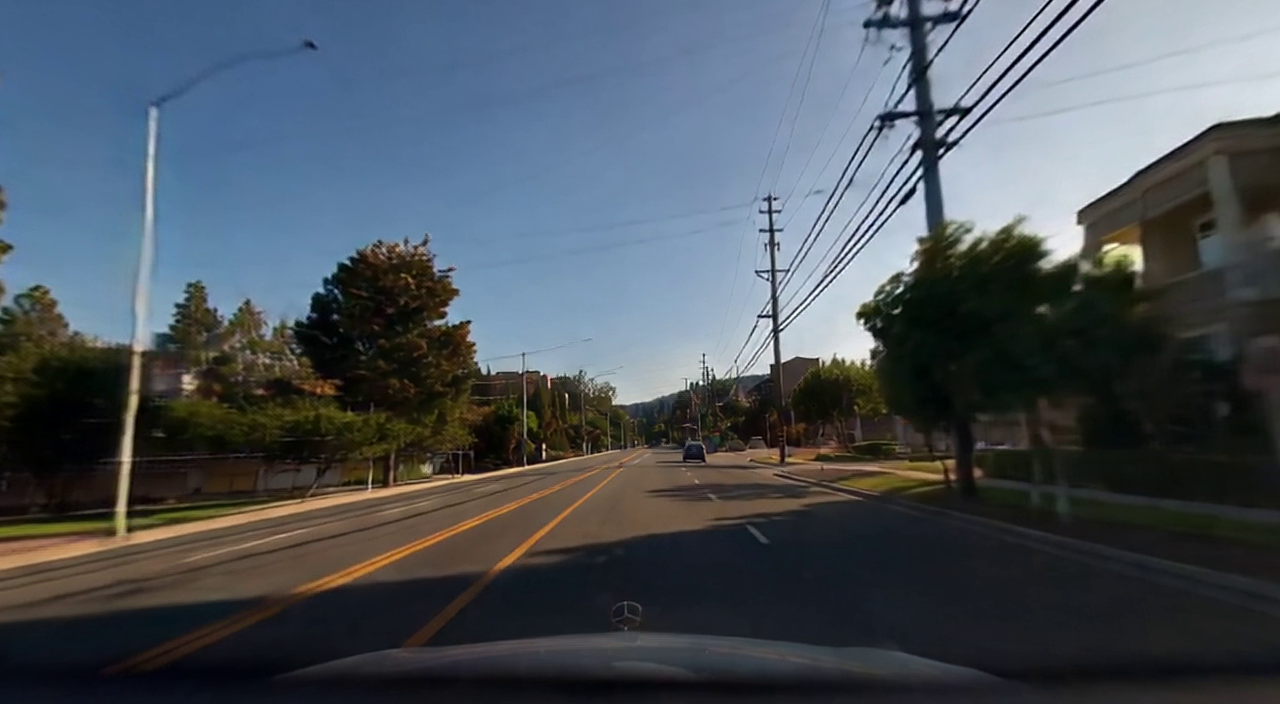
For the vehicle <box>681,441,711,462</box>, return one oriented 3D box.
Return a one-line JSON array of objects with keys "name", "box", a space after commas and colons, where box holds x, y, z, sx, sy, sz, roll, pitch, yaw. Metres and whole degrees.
[{"name": "vehicle", "box": [4.085, 7.392, 46.928, 2.015, 1.467, 4.117, -1, -8, 2]}]
